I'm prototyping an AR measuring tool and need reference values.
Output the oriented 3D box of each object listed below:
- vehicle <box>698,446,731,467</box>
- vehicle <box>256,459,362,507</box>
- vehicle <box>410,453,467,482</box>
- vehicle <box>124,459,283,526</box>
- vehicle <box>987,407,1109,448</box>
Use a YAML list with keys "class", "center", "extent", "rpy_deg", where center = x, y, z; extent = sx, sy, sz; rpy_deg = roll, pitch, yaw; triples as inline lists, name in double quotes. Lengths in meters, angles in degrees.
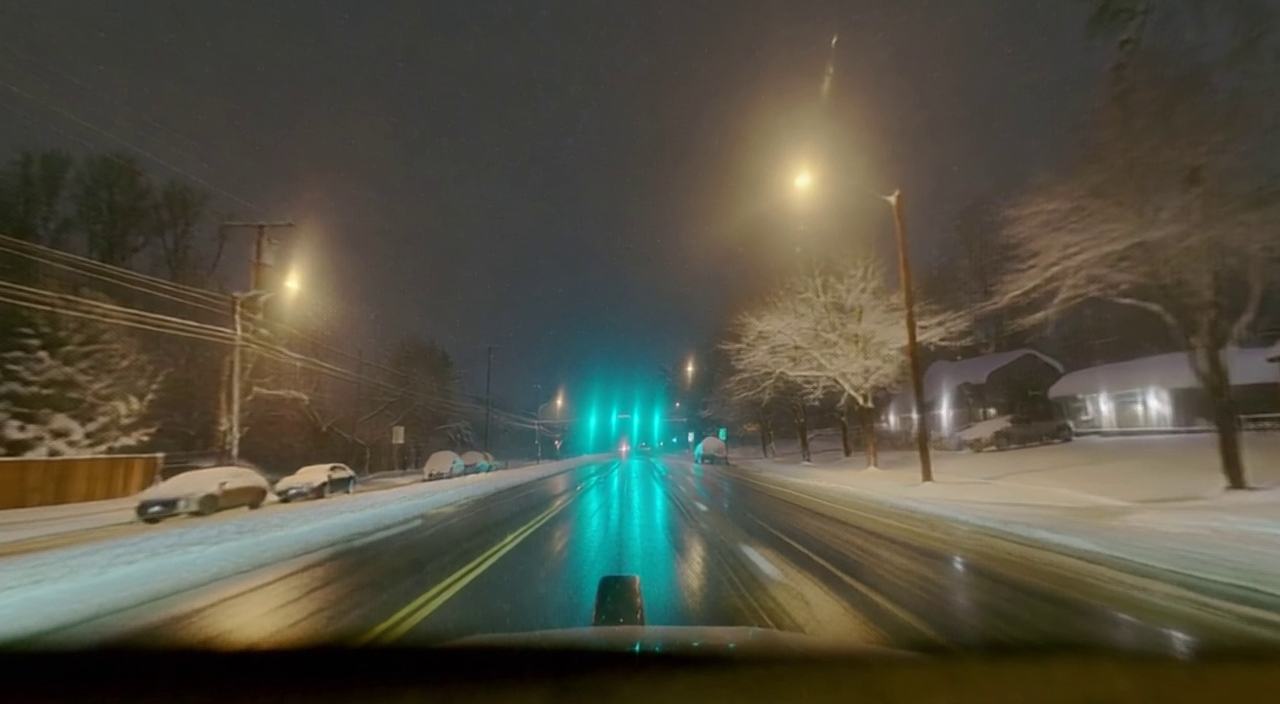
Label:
- class: "vehicle"
  center: [5.741, 8.126, 49.266]
  extent: [1.875, 1.466, 4.355]
  rpy_deg: [0, -9, -2]
- class: "vehicle"
  center: [-12.738, 5.026, 24.659]
  extent: [1.909, 1.477, 4.345]
  rpy_deg: [-4, -8, -1]
- class: "vehicle"
  center: [-12.644, 7.265, 40.041]
  extent: [2.078, 1.618, 4.650]
  rpy_deg: [0, -9, 0]
- class: "vehicle"
  center: [-12.679, 4.057, 18.747]
  extent: [1.828, 1.510, 4.149]
  rpy_deg: [-5, -9, 0]
- class: "vehicle"
  center: [17.440, 3.305, 27.141]
  extent: [1.726, 1.620, 3.938]
  rpy_deg: [6, -11, -37]
